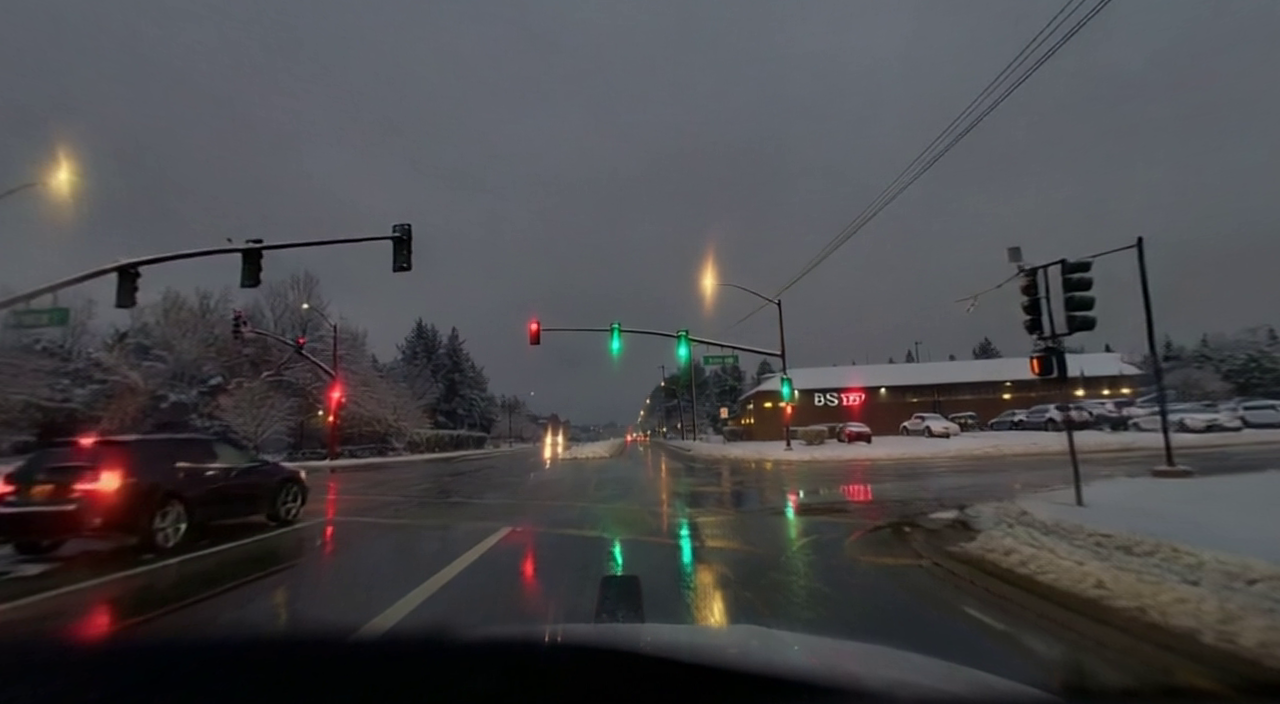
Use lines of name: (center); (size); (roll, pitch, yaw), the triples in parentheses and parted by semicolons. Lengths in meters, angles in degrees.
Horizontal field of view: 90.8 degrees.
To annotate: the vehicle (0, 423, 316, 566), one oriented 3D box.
vehicle: (-6.449, 1.786, 8.661); (1.928, 1.451, 4.219); (0, -9, -3)
